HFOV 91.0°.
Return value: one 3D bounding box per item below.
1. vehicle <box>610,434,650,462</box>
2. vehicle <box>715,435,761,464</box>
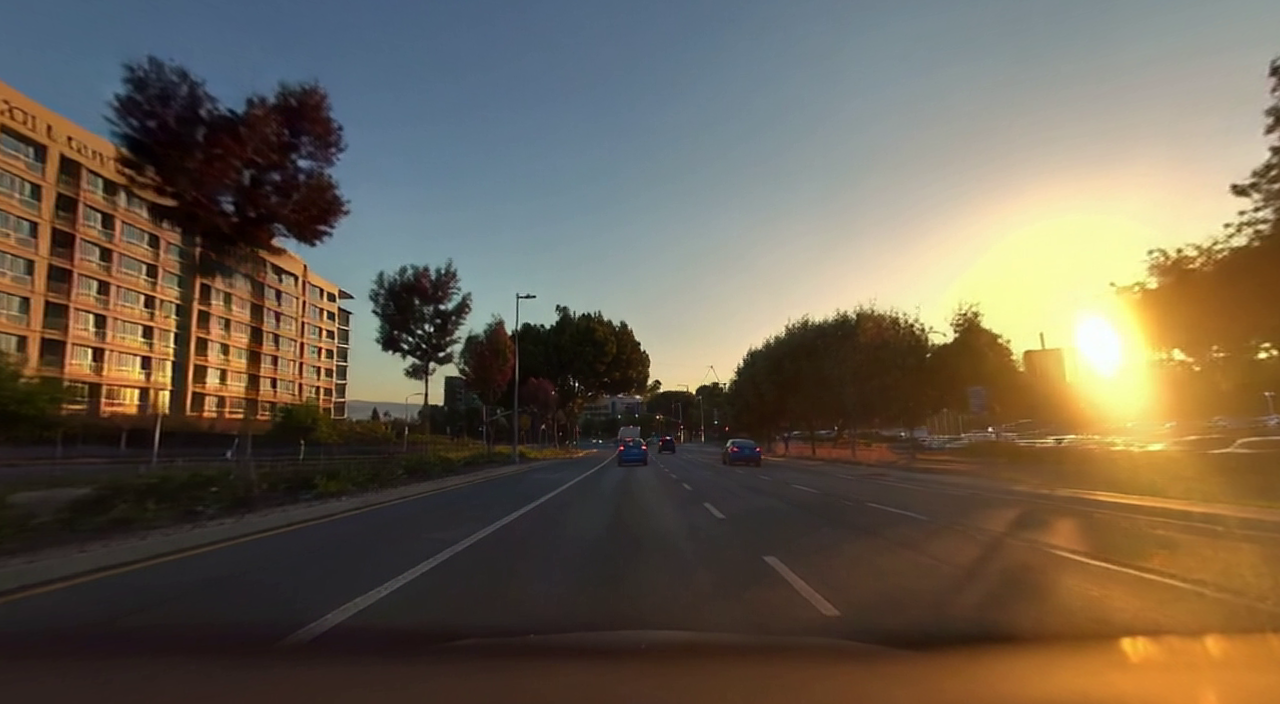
[{"bbox_3d":[-0.689,6.936,45.608,2.682,1.908,5.706,0,-9,-1],"label":"vehicle"},{"bbox_3d":[6.527,6.534,42.321,2.136,1.799,4.796,1,-9,-2],"label":"vehicle"}]
